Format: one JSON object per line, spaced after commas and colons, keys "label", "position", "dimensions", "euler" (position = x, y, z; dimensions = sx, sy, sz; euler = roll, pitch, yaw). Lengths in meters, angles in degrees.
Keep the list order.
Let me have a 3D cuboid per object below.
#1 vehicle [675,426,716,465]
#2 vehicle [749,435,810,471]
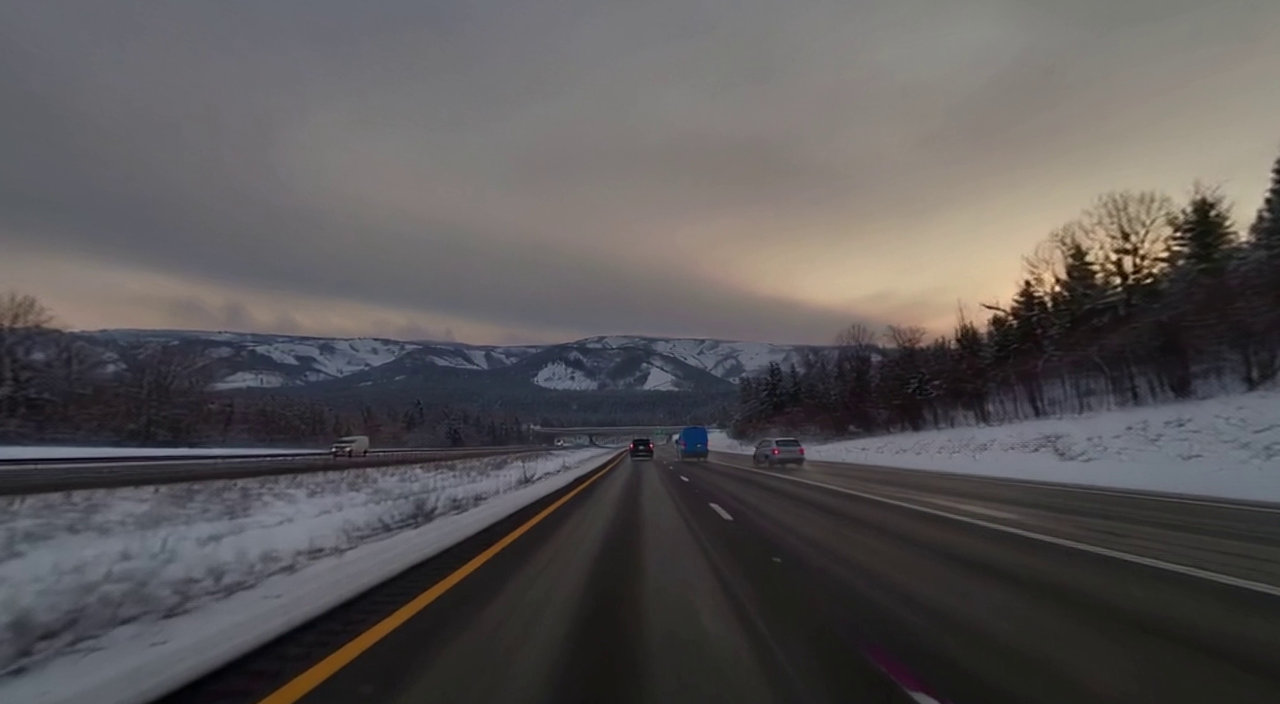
{"label": "vehicle", "position": [3.933, 6.825, 46.074], "dimensions": [2.302, 2.670, 6.176], "euler": [0, -8, -1]}
{"label": "vehicle", "position": [7.955, 5.814, 36.522], "dimensions": [2.240, 1.925, 4.854], "euler": [0, -8, -2]}
